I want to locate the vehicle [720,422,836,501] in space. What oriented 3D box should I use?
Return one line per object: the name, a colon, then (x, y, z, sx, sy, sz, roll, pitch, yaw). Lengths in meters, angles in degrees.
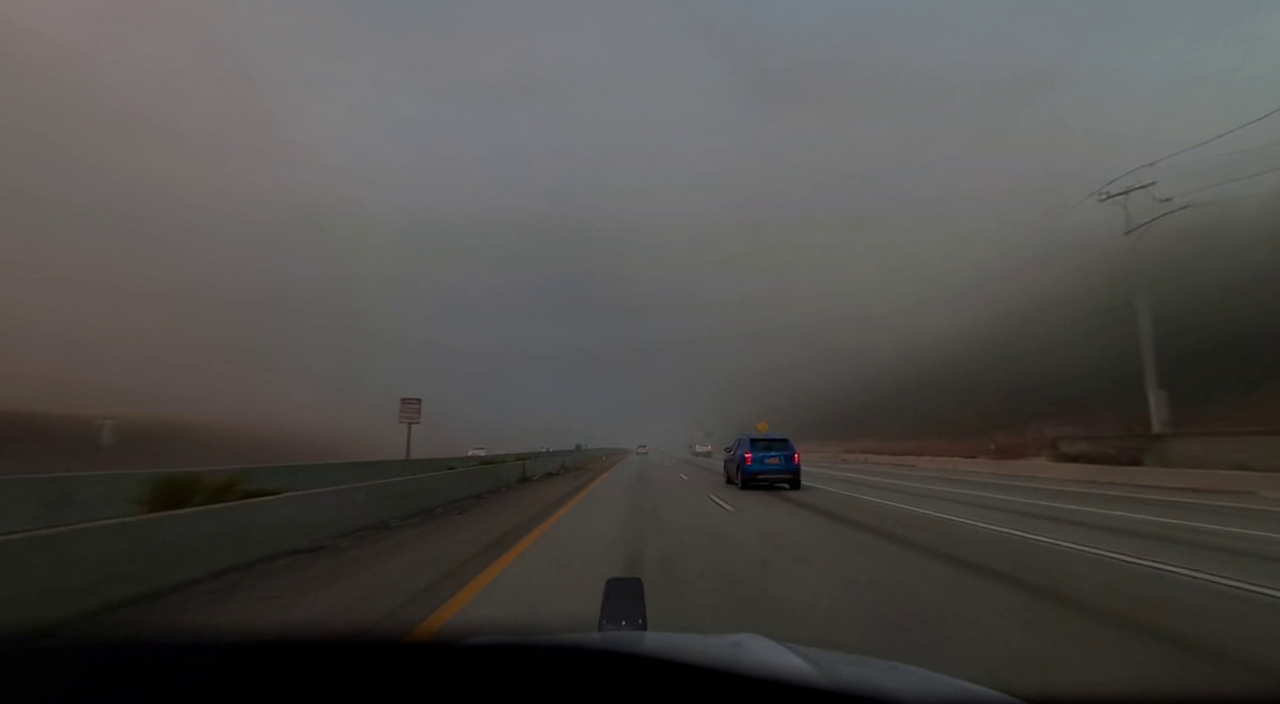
vehicle: (3.526, 2.882, 17.035, 2.120, 1.832, 4.287, 0, -8, 0)
